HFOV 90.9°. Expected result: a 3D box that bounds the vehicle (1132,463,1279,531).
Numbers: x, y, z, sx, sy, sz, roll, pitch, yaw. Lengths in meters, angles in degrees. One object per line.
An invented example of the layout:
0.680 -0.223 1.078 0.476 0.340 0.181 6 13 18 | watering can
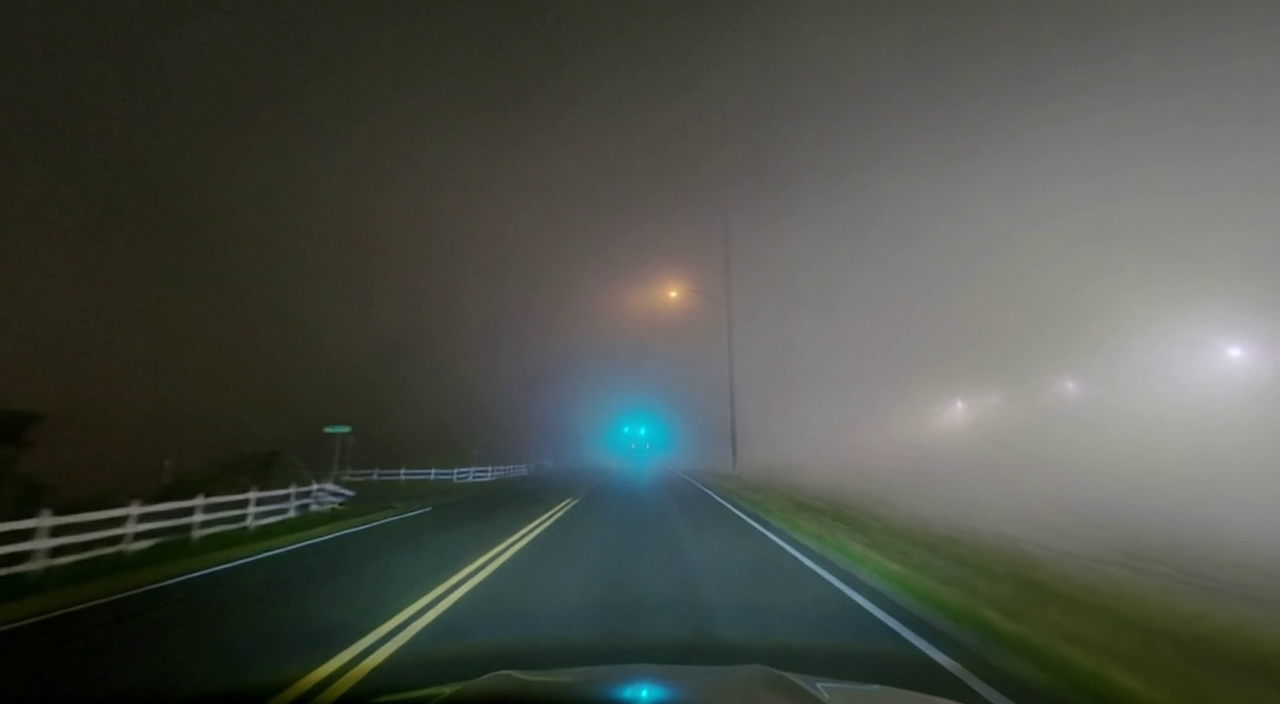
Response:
15.925 3.754 16.723 2.001 1.450 4.481 0 -9 -2 | vehicle
